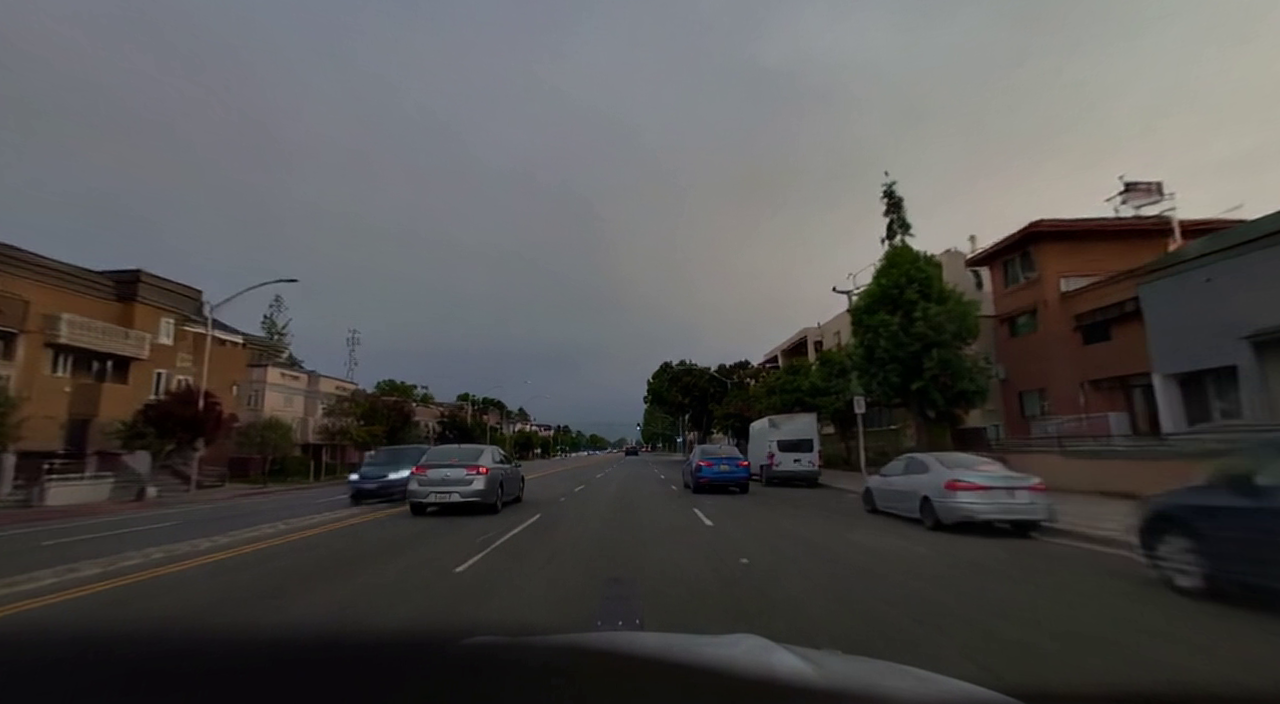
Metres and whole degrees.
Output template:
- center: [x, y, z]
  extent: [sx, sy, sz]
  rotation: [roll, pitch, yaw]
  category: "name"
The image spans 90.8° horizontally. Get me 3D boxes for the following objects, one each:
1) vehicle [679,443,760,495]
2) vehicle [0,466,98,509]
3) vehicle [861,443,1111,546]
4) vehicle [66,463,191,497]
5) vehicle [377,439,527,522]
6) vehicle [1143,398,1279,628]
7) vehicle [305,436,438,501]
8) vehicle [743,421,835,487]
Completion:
- center: [2.454, 3.750, 20.649]
  extent: [1.978, 1.471, 4.426]
  rotation: [0, -9, -1]
  category: "vehicle"
- center: [-23.976, 5.145, 24.083]
  extent: [4.816, 1.482, 1.995]
  rotation: [-1, -9, 3]
  category: "vehicle"
- center: [5.845, 2.424, 11.524]
  extent: [1.905, 1.471, 4.596]
  rotation: [0, -9, -1]
  category: "vehicle"
- center: [-24.163, 6.038, 29.955]
  extent: [4.398, 1.486, 1.837]
  rotation: [-1, -9, 3]
  category: "vehicle"
- center: [-3.877, 2.711, 13.882]
  extent: [2.062, 1.527, 4.044]
  rotation: [0, -9, 0]
  category: "vehicle"
- center: [6.056, 1.048, 3.554]
  extent: [2.085, 1.782, 5.258]
  rotation: [0, -9, 0]
  category: "vehicle"
- center: [-8.490, 3.706, 20.586]
  extent: [2.098, 1.807, 5.024]
  rotation: [0, -9, 0]
  category: "vehicle"
- center: [5.904, 4.145, 25.880]
  extent: [2.394, 2.400, 5.209]
  rotation: [0, -9, -1]
  category: "vehicle"
